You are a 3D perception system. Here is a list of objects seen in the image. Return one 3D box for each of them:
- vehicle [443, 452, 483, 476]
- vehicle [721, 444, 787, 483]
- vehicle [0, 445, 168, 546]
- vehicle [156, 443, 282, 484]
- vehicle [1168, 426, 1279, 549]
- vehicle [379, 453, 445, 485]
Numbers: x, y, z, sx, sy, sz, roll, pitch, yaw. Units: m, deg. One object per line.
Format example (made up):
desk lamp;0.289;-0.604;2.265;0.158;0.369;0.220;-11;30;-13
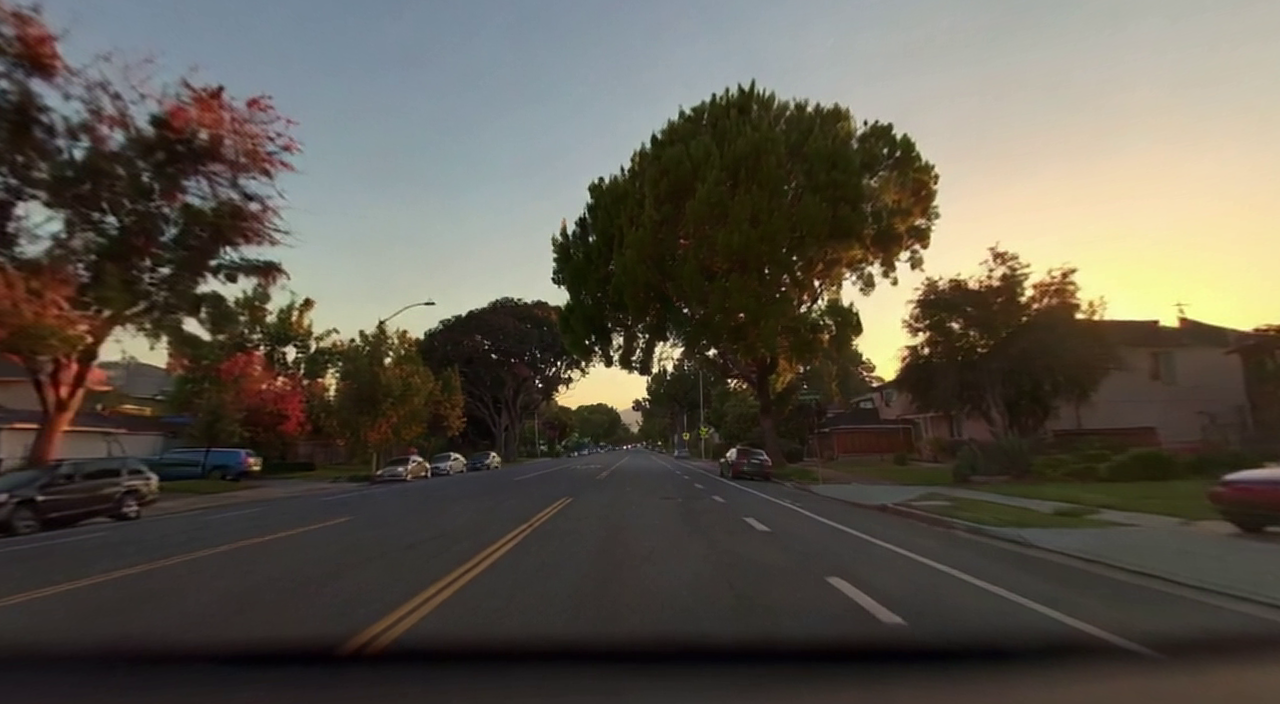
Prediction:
vehicle;-12.647;8.009;45.366;1.775;1.516;4.304;-3;-8;-1
vehicle;4.699;4.668;26.821;1.925;1.482;4.746;0;-9;0
vehicle;-12.634;2.932;13.279;2.049;1.782;4.460;-4;-8;0
vehicle;-19.966;5.292;30.146;4.461;1.886;2.072;0;-8;-1
vehicle;10.163;1.758;8.378;4.501;1.502;1.975;0;-9;0
vehicle;-12.311;6.318;34.413;1.940;1.452;4.485;-3;-9;1
